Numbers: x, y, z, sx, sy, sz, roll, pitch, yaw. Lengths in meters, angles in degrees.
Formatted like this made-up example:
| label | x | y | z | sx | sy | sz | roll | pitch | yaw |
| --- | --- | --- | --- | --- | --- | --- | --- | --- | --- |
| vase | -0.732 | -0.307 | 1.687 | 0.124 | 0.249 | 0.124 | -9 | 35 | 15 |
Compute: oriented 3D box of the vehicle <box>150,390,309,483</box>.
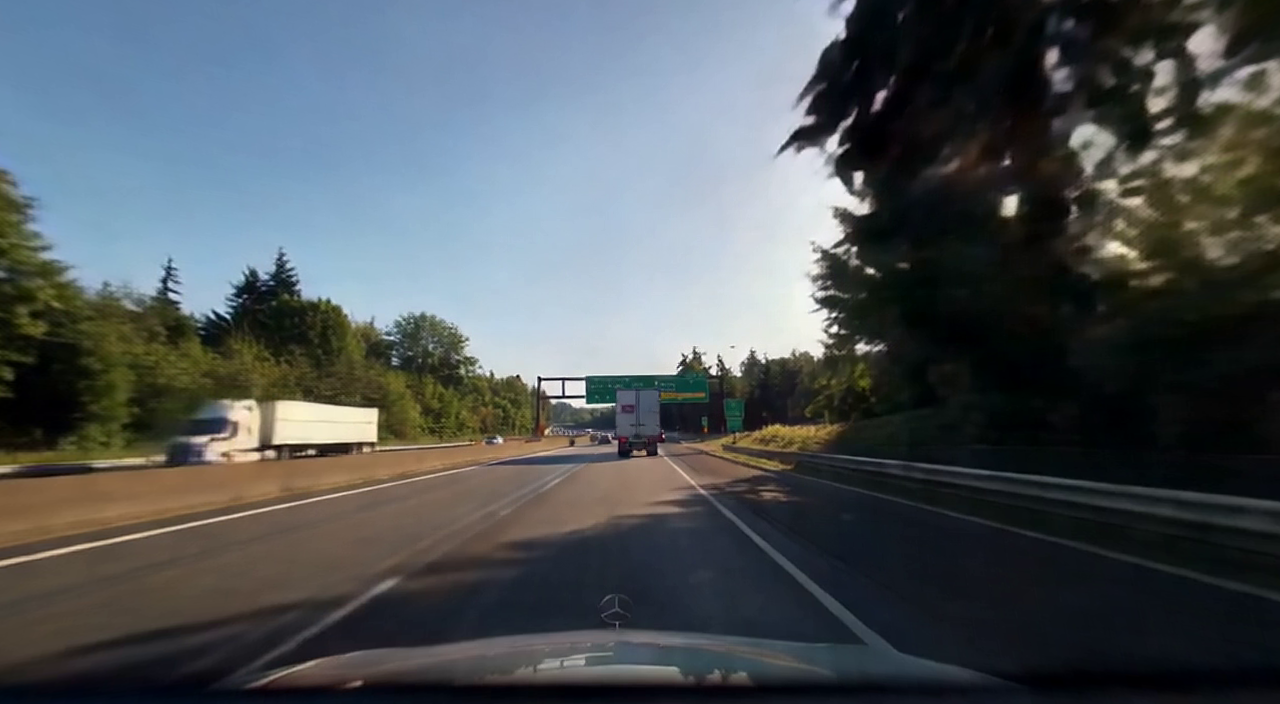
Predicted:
| label | x | y | z | sx | sy | sz | roll | pitch | yaw |
| --- | --- | --- | --- | --- | --- | --- | --- | --- | --- |
| vehicle | -17.767 | 3.732 | 27.874 | 2.908 | 3.635 | 5.923 | 0 | -8 | 0 |

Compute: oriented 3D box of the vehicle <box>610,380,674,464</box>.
| label | x | y | z | sx | sy | sz | roll | pitch | yaw |
| --- | --- | --- | --- | --- | --- | --- | --- | --- | --- |
| vehicle | 0.020 | 3.730 | 32.790 | 2.855 | 3.741 | 8.587 | 0 | -8 | -1 |
